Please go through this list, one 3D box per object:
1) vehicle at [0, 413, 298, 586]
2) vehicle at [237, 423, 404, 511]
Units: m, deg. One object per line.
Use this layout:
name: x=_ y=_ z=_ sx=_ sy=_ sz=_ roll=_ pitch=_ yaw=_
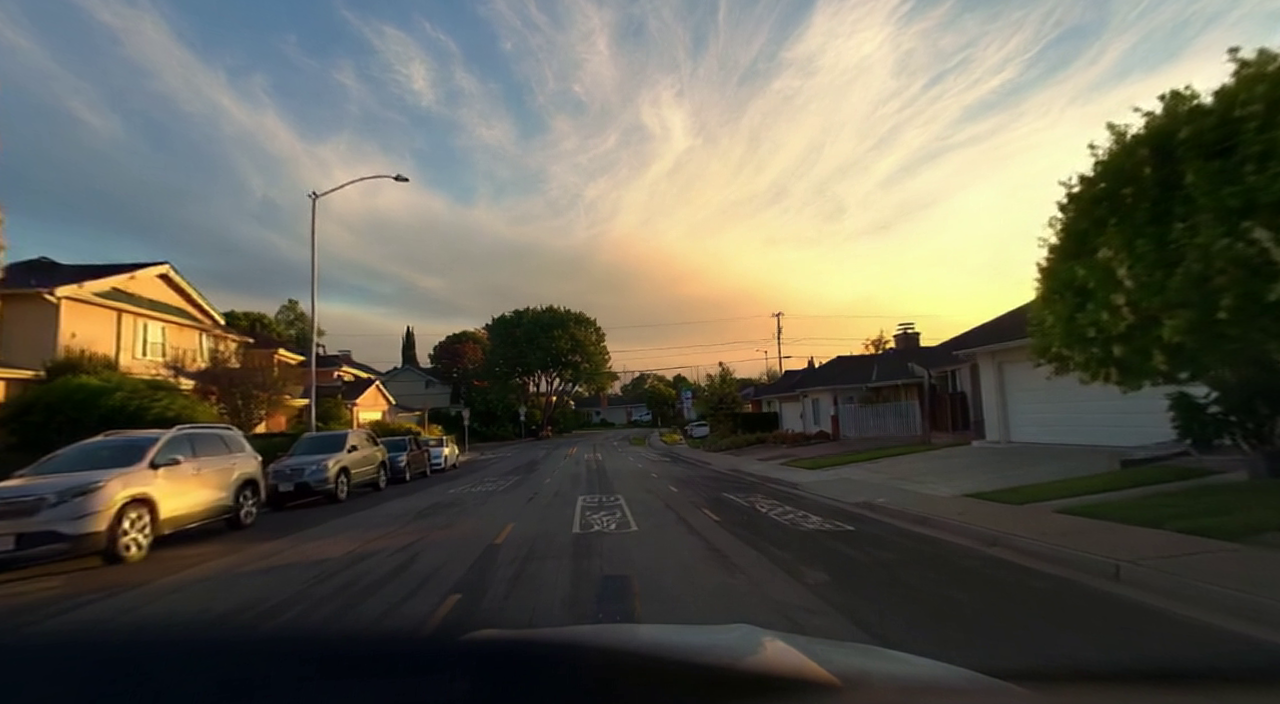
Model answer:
vehicle: x=-6.826 y=1.808 z=8.682 sx=2.147 sy=1.780 sz=4.165 roll=0 pitch=-8 yaw=-5
vehicle: x=-7.327 y=2.637 z=15.064 sx=1.865 sy=1.750 sz=4.507 roll=0 pitch=-8 yaw=-4
